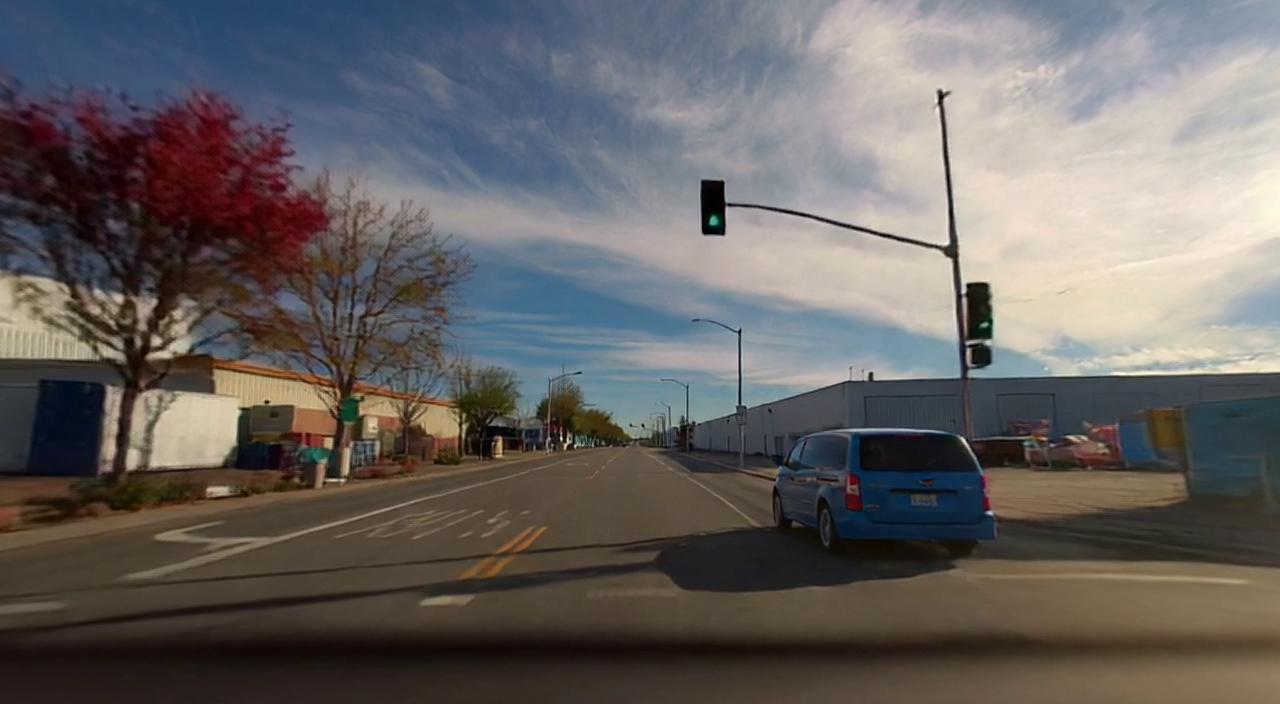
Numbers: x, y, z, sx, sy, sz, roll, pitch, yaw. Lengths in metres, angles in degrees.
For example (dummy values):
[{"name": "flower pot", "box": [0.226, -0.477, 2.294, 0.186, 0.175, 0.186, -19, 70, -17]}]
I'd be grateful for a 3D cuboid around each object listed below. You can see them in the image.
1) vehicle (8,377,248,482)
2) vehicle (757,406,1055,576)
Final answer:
[{"name": "vehicle", "box": [-20.419, 3.185, 26.075, 3.337, 3.644, 7.945, 0, -7, -2]}, {"name": "vehicle", "box": [3.353, 1.877, 9.332, 2.202, 1.822, 4.826, 1, -9, -1]}]
